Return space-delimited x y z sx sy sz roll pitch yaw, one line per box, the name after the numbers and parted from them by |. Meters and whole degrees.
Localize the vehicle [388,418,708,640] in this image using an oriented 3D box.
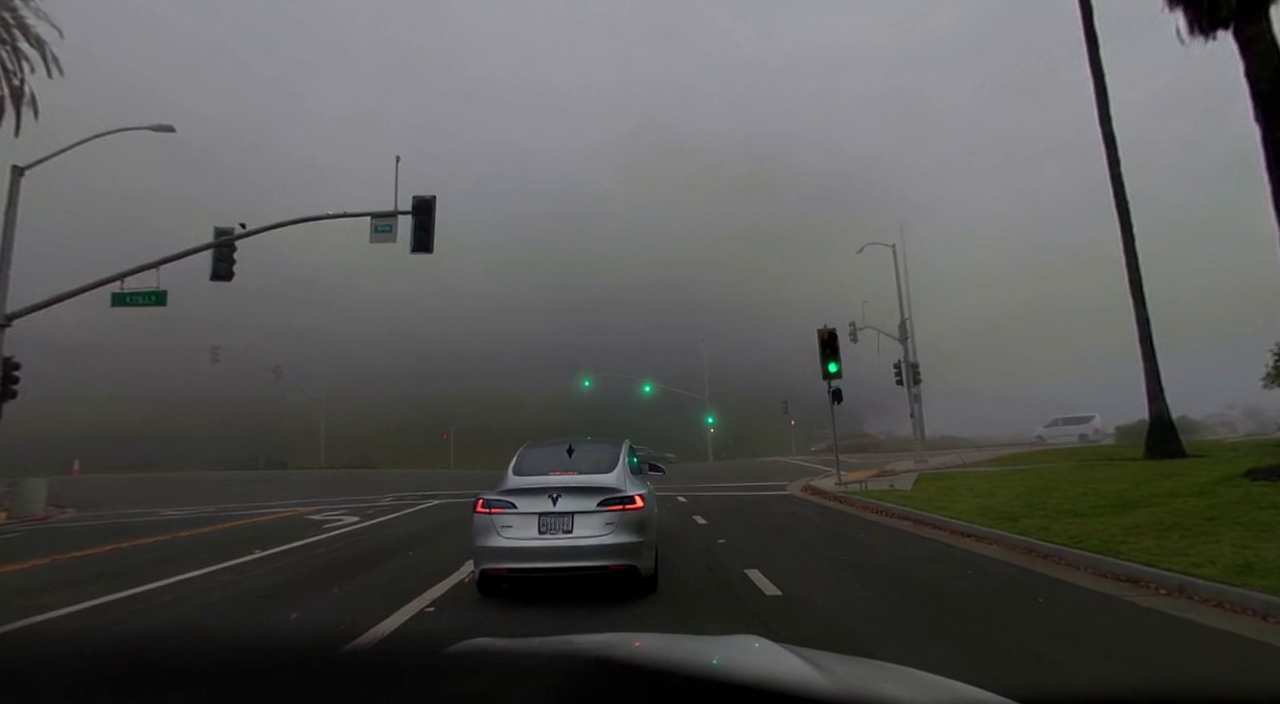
-0.652 1.514 6.464 2.152 1.478 4.229 0 -8 -1 | vehicle
